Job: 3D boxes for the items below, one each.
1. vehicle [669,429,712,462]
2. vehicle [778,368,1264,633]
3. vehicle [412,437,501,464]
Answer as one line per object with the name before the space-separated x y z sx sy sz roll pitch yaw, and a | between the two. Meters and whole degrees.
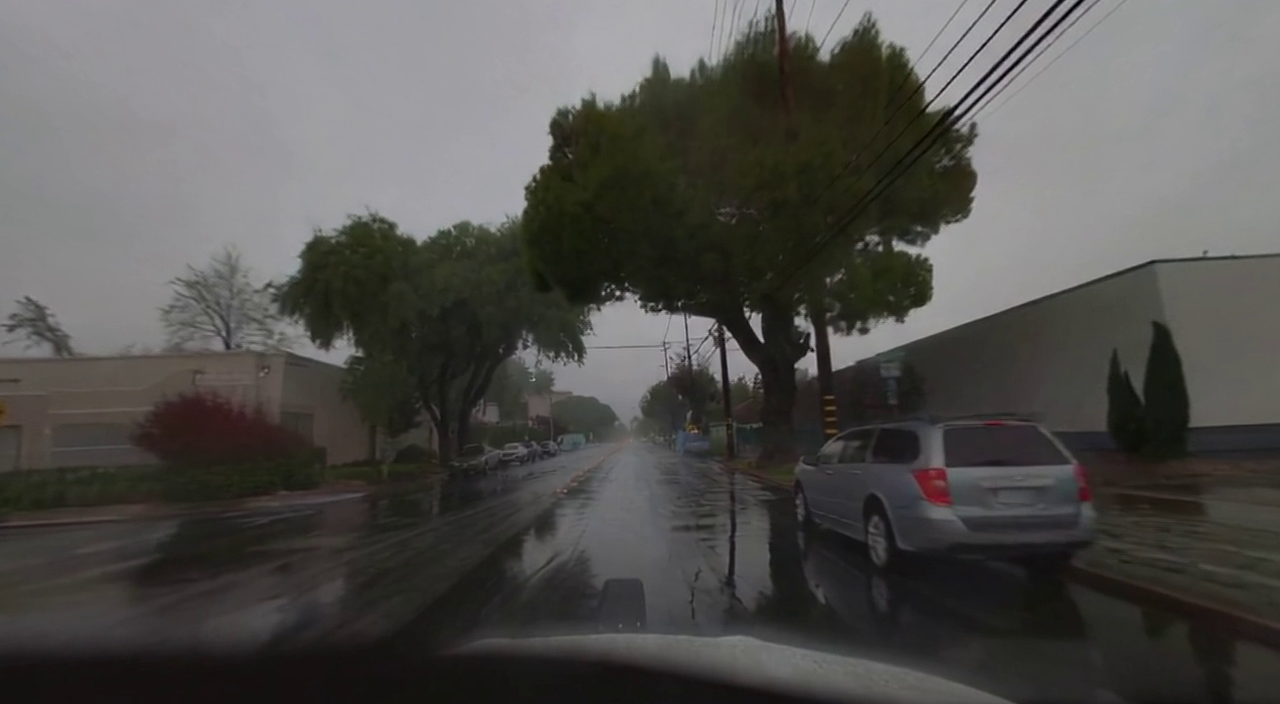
vehicle | 2.993 5.726 38.613 2.120 1.869 4.773 0 -8 -1
vehicle | 3.195 1.394 7.024 2.138 1.820 5.218 0 -8 0
vehicle | -12.407 6.692 42.981 5.330 1.805 2.170 0 -8 0
